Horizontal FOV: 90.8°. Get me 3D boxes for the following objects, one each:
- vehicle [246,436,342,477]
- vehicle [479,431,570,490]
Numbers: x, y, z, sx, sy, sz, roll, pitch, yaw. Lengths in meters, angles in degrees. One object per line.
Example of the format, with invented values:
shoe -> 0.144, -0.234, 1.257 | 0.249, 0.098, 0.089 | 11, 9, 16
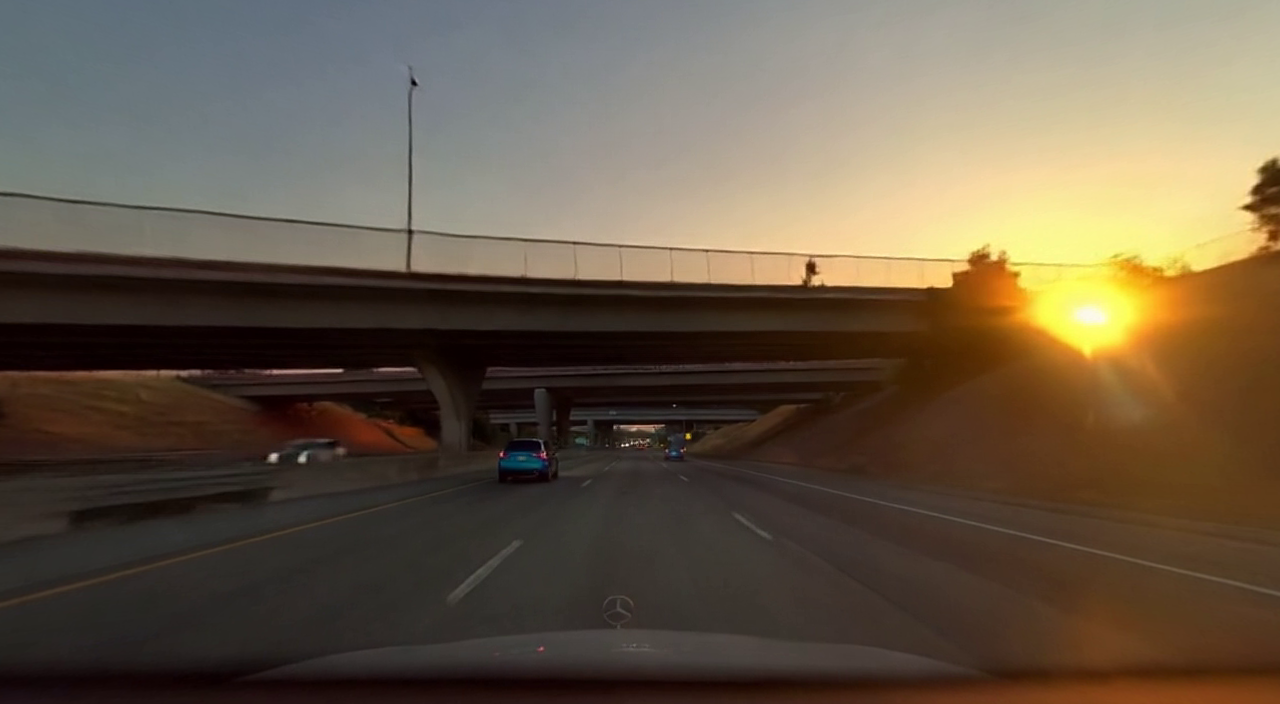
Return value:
vehicle -> -19.006, 5.774, 35.079 | 2.458, 2.103, 5.026 | 0, -9, 0
vehicle -> -3.853, 3.739, 22.085 | 2.205, 1.773, 5.124 | 0, -9, 0
